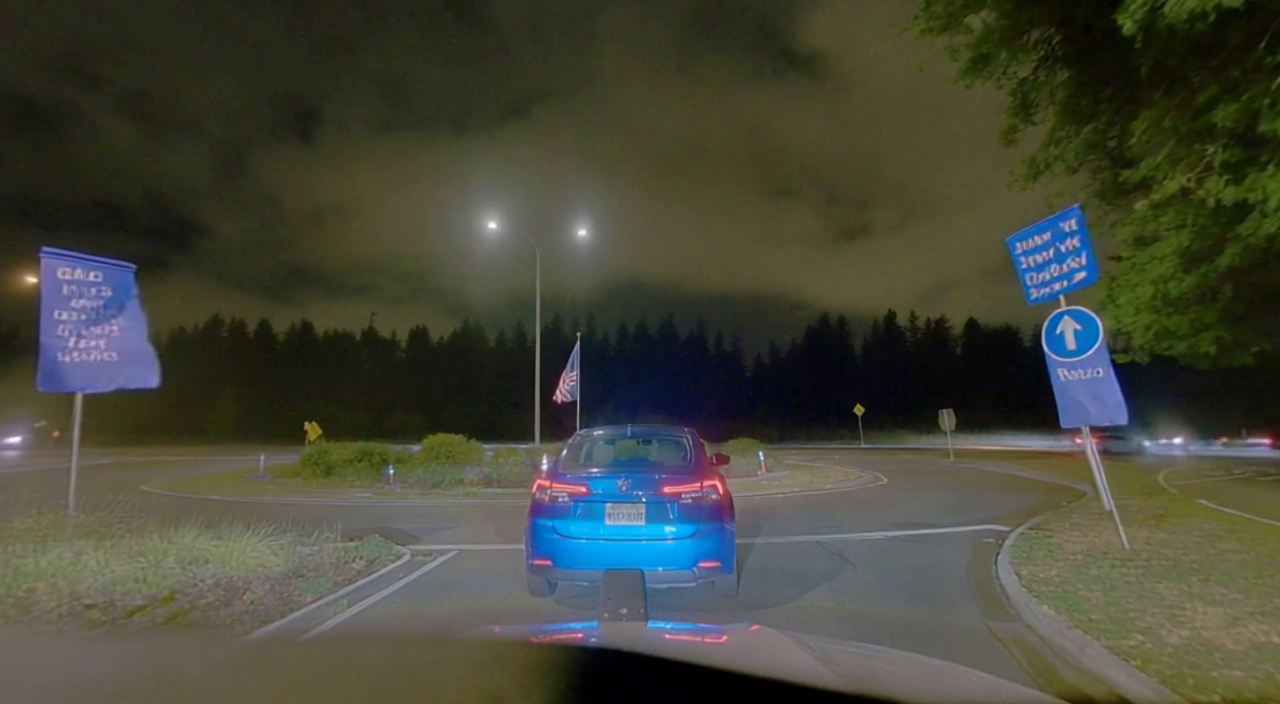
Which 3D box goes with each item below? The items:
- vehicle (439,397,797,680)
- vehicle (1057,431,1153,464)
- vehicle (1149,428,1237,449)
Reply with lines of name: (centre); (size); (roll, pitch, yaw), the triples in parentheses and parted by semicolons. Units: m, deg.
vehicle: (-0.017, 1.396, 5.741); (2.078, 1.607, 4.010); (-1, -9, 4)
vehicle: (25.058, 5.154, 33.949); (4.485, 1.691, 2.132); (4, -10, -25)
vehicle: (42.066, 6.584, 48.034); (4.652, 1.498, 1.783); (-2, -9, 11)
